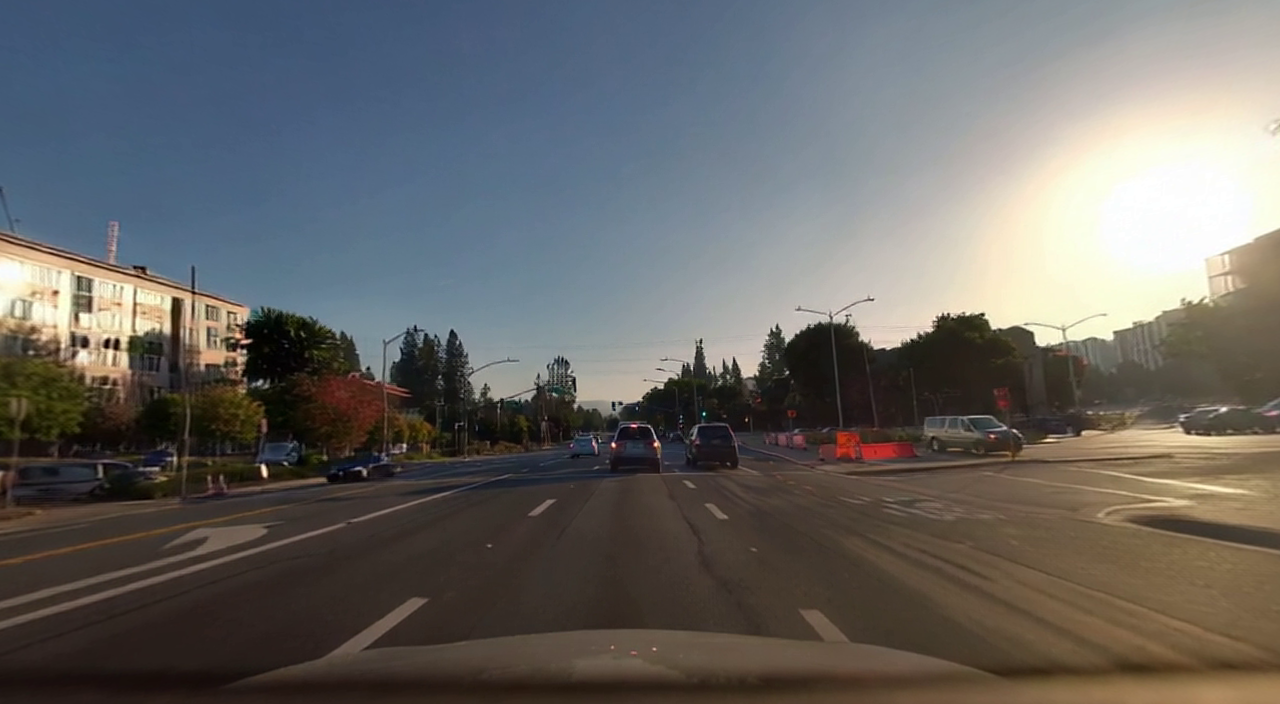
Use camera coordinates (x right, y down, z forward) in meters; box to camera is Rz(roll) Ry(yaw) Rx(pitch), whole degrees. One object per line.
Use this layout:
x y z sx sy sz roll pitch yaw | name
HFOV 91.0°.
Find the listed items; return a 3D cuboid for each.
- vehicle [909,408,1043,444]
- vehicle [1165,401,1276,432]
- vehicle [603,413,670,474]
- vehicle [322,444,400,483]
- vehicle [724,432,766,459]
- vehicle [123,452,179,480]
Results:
14.957 3.371 28.139 4.986 1.467 2.025 -6 -10 34 | vehicle
31.008 3.506 33.829 1.810 1.448 4.550 -1 -8 4 | vehicle
-0.183 3.649 24.983 2.350 2.122 5.801 0 -8 -1 | vehicle
-12.839 5.112 29.213 1.887 1.536 4.088 -4 -8 -2 | vehicle
6.327 5.592 37.616 2.145 1.503 4.267 -2 -9 13 | vehicle
-33.236 7.678 42.743 4.692 1.720 1.941 -7 -11 40 | vehicle
